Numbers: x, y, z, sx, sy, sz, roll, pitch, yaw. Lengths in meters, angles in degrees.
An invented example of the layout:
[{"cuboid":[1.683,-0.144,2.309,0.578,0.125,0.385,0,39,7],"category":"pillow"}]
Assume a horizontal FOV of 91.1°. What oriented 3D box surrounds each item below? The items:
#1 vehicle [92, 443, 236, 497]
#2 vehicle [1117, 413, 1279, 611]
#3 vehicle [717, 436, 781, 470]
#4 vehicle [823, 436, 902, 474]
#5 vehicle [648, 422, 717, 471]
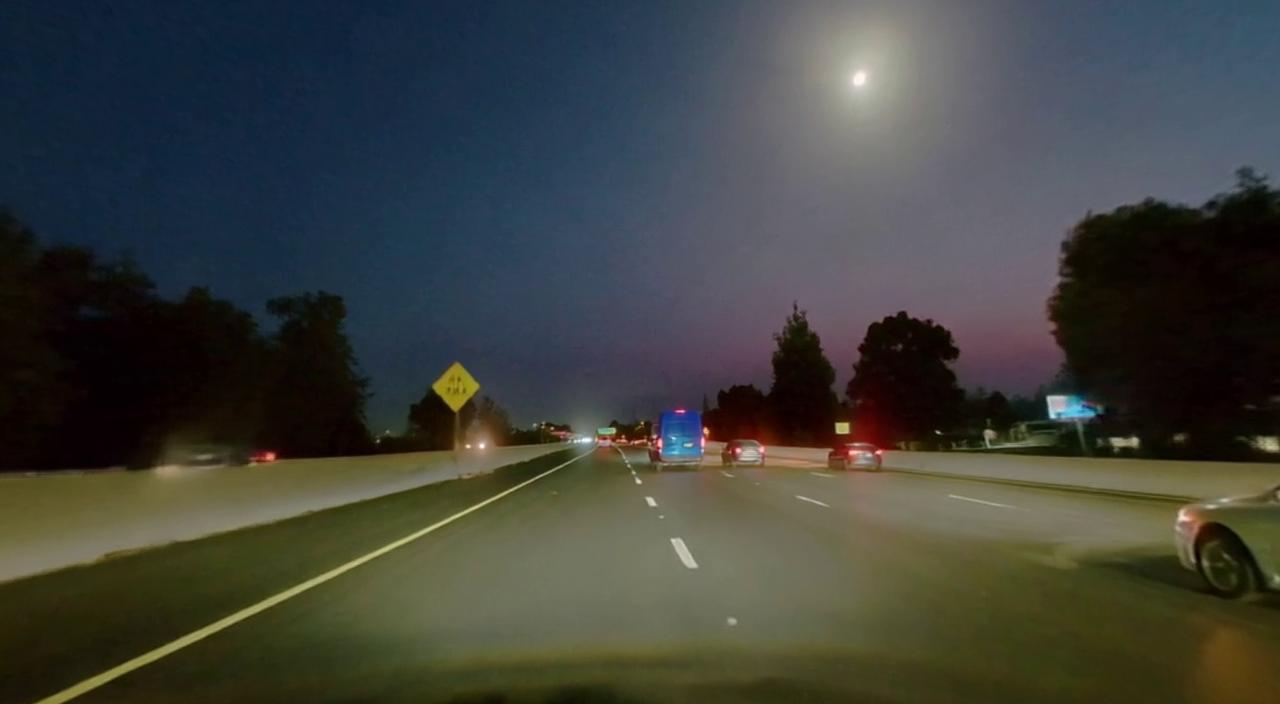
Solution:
[{"cuboid":[-15.620,3.849,20.895,1.870,1.513,3.866,-3,-8,-2],"category":"vehicle"},{"cuboid":[5.991,1.100,3.916,2.003,1.517,4.936,0,-8,-2],"category":"vehicle"},{"cuboid":[5.071,4.756,29.751,2.099,1.510,3.784,0,-8,-4],"category":"vehicle"},{"cuboid":[9.439,4.358,26.903,1.874,1.496,3.586,0,-8,-3],"category":"vehicle"},{"cuboid":[1.834,4.424,29.539,2.546,2.087,5.404,0,-8,-4],"category":"vehicle"}]
